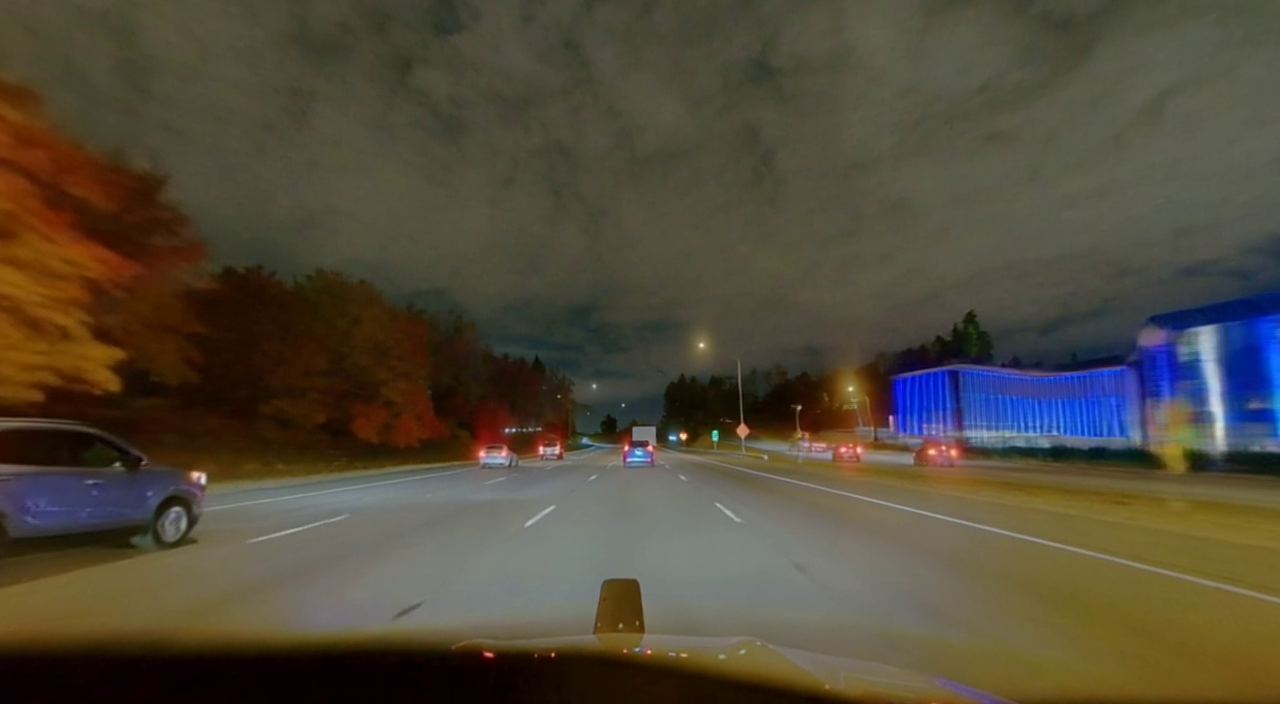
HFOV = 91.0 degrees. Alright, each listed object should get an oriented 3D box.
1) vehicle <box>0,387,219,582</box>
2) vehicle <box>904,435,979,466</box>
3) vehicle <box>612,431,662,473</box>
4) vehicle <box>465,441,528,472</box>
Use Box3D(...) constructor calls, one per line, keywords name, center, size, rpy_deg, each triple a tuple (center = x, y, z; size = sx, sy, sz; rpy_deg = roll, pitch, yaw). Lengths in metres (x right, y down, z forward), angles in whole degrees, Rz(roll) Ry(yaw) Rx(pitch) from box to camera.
Box3D(name="vehicle", center=(-7.145, 1.338, 6.489), size=(2.146, 1.834, 4.999), rpy_deg=(0, -9, 0))
Box3D(name="vehicle", center=(17.113, 5.631, 36.053), size=(2.019, 1.657, 4.582), rpy_deg=(0, -9, 0))
Box3D(name="vehicle", center=(-0.130, 4.843, 30.751), size=(2.245, 1.863, 4.801), rpy_deg=(0, -9, 0))
Box3D(name="vehicle", center=(-7.247, 5.315, 32.242), size=(2.074, 1.495, 4.643), rpy_deg=(0, -9, 1))
